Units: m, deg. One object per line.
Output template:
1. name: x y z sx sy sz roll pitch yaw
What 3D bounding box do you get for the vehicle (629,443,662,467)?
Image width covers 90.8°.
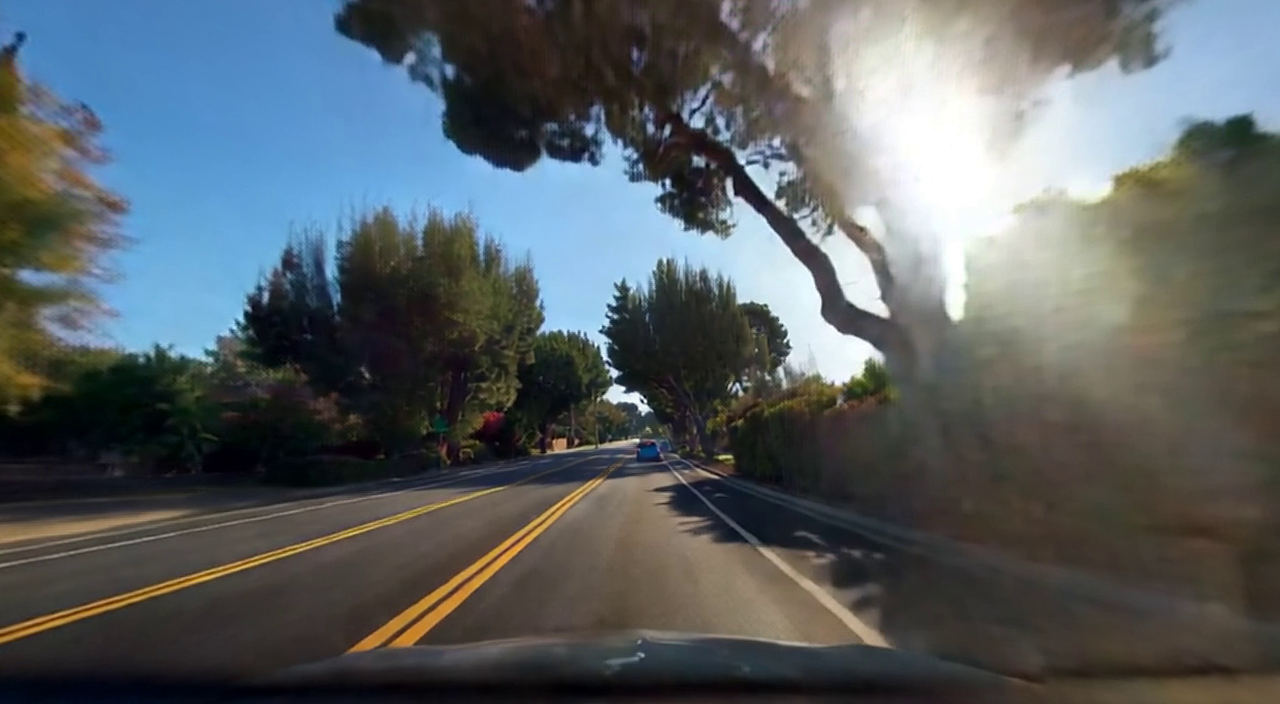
1. vehicle: 0.360 6.657 40.945 2.067 1.486 3.861 0 -9 1
